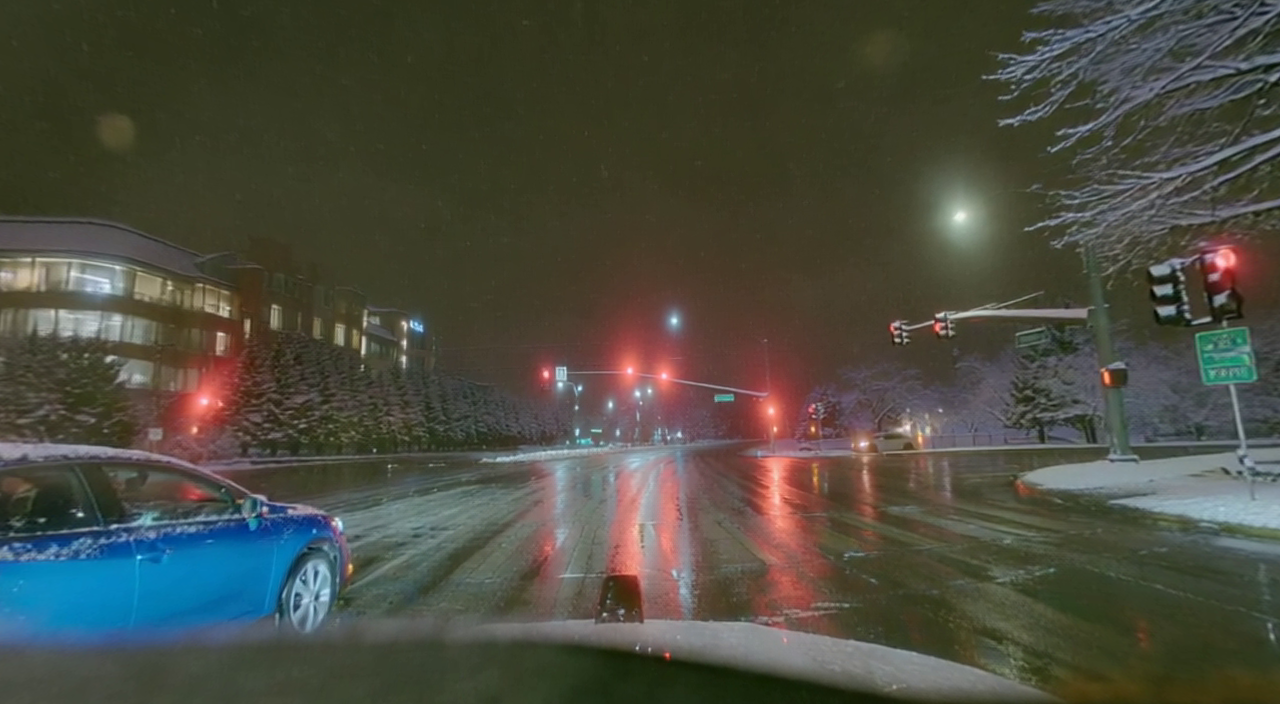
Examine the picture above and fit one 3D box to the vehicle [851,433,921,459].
[{"bbox_3d":[17.625,6.734,45.230,4.600,1.783,1.970,4,-10,-26],"label":"vehicle"}]
